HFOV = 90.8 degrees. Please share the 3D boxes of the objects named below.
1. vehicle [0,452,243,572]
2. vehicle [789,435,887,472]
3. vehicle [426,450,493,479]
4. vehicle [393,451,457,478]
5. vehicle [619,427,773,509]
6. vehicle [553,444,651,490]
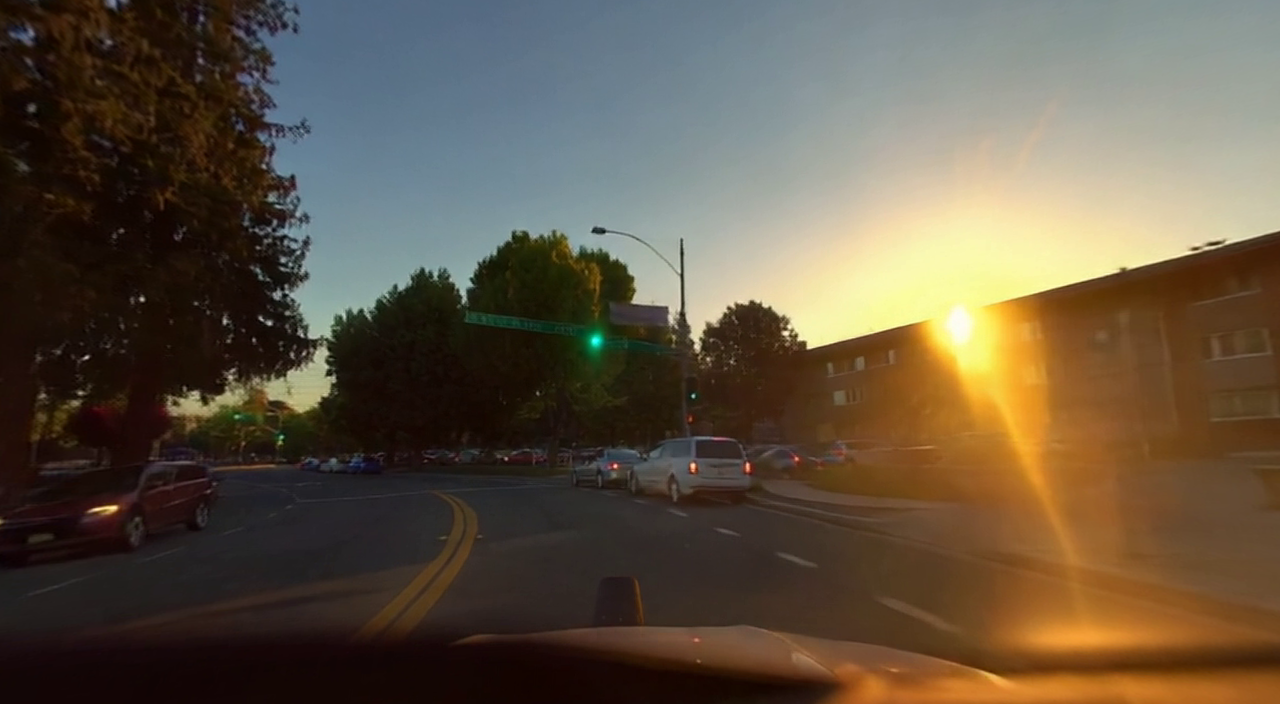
[{"bbox_3d":[-9.253,2.732,11.643,2.142,1.483,4.629,-3,-7,-18],"label":"vehicle"},{"bbox_3d":[9.050,4.570,28.682,4.577,1.531,2.098,7,-11,-40],"label":"vehicle"},{"bbox_3d":[-10.411,6.376,36.188,1.884,1.508,4.713,7,-11,-39],"label":"vehicle"},{"bbox_3d":[-13.740,7.100,40.205,2.016,1.509,4.789,8,-11,-42],"label":"vehicle"},{"bbox_3d":[1.213,2.928,16.539,2.289,1.785,4.944,2,-9,-17],"label":"vehicle"},{"bbox_3d":[-1.543,4.217,23.572,2.066,1.509,4.579,4,-9,-26],"label":"vehicle"}]
